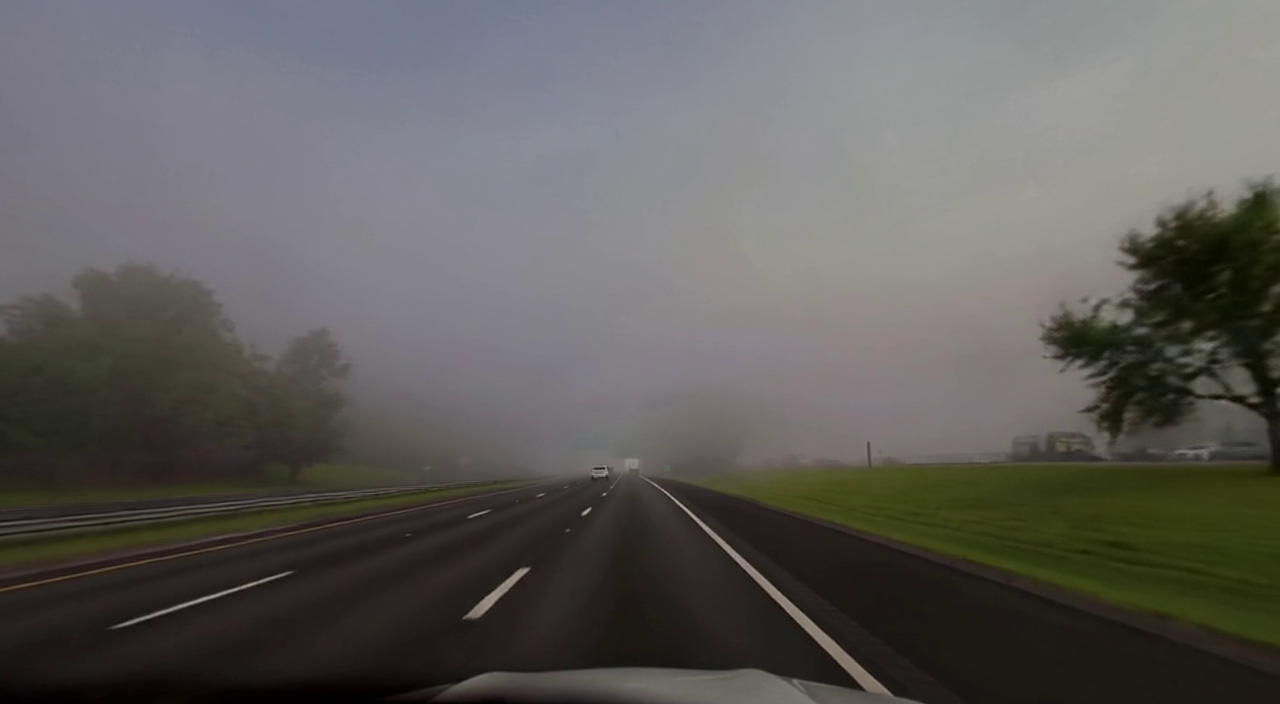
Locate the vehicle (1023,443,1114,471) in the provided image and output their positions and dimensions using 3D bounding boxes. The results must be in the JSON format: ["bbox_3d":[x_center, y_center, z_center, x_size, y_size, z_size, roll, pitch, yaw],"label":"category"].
[{"bbox_3d":[28.133,6.930,41.515,4.723,1.688,2.004,-6,-12,32],"label":"vehicle"}]
